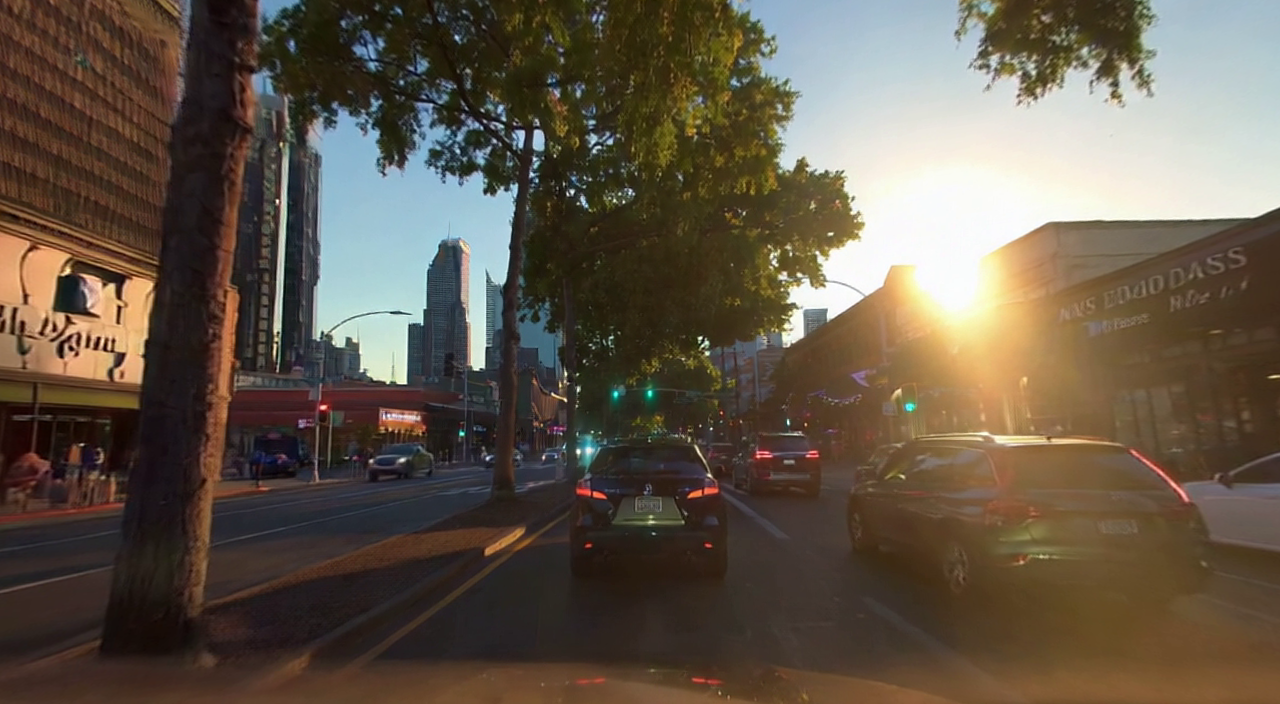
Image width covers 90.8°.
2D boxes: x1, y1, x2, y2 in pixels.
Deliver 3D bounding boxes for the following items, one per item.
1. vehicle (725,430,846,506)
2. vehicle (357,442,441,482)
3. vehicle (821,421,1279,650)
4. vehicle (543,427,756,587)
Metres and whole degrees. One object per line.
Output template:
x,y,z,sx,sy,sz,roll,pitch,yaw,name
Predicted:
3.544,2.914,16.322,2.025,1.660,4.334,0,-8,-1,vehicle
-11.326,5.174,30.075,2.042,1.749,4.629,-1,-8,1,vehicle
3.414,1.525,6.317,1.988,1.480,4.195,0,-8,1,vehicle
0.061,1.732,7.808,2.006,1.487,3.535,0,-8,-1,vehicle
